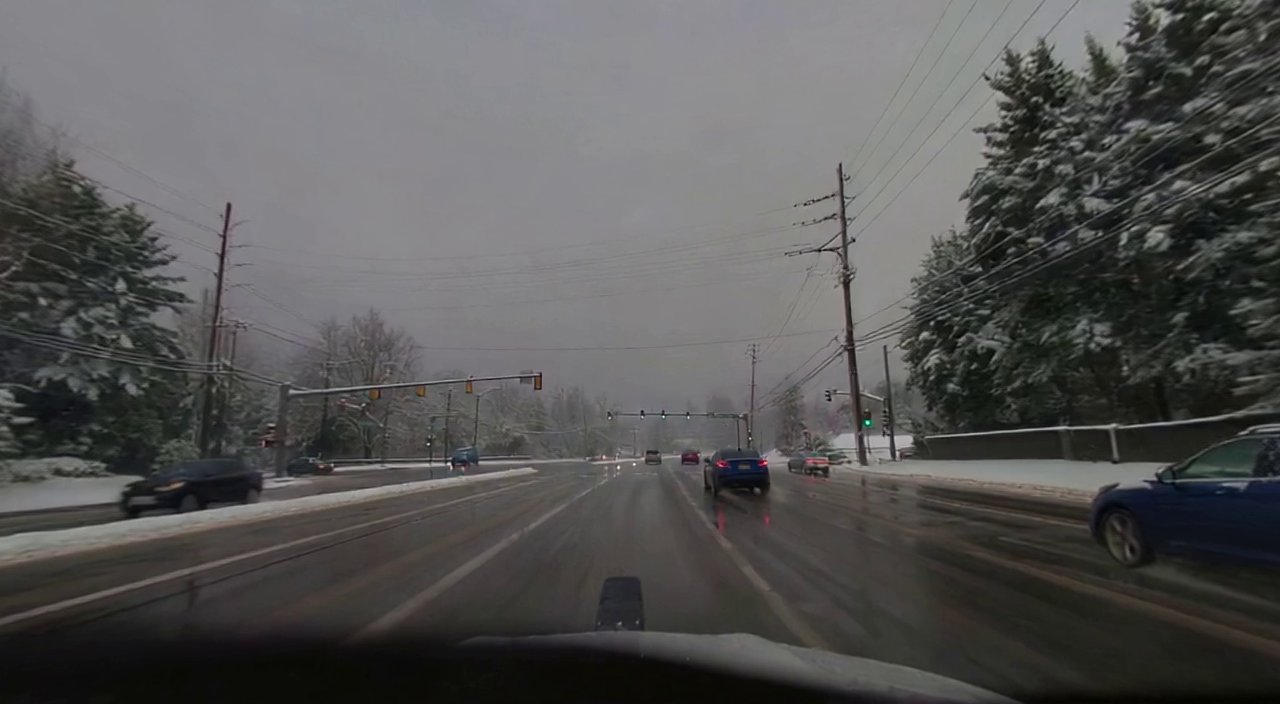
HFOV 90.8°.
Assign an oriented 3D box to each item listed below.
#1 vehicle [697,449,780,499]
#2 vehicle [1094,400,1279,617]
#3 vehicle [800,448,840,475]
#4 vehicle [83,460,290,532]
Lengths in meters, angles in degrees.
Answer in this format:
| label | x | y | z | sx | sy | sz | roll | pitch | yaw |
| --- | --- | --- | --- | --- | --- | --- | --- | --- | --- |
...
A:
| label | x | y | z | sx | sy | sz | roll | pitch | yaw |
| --- | --- | --- | --- | --- | --- | --- | --- | --- | --- |
| vehicle | 3.161 | 4.010 | 21.178 | 2.035 | 1.460 | 4.392 | 0 | -8 | 0 |
| vehicle | 6.352 | 1.286 | 5.144 | 2.029 | 1.795 | 4.371 | 0 | -9 | 0 |
| vehicle | 12.601 | 7.684 | 44.479 | 1.949 | 1.758 | 4.215 | -1 | -9 | 6 |
| vehicle | -11.373 | 3.597 | 16.381 | 1.916 | 1.486 | 4.563 | 0 | -8 | 1 |
